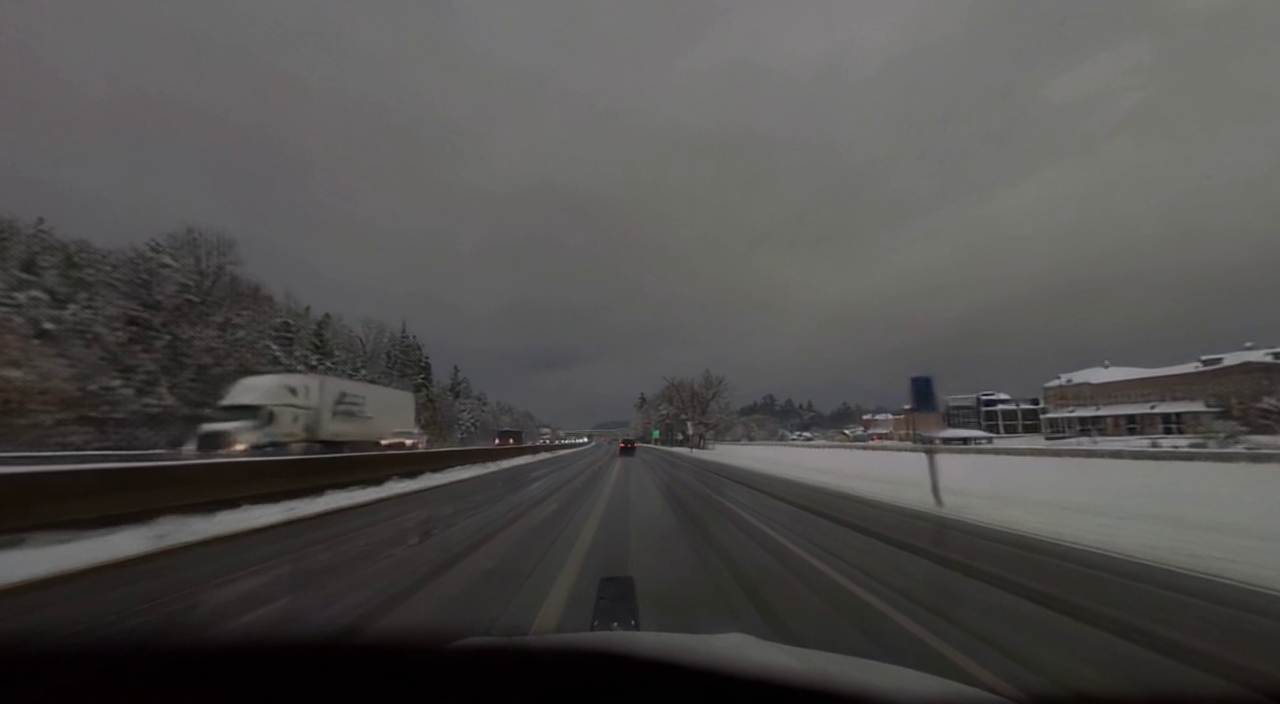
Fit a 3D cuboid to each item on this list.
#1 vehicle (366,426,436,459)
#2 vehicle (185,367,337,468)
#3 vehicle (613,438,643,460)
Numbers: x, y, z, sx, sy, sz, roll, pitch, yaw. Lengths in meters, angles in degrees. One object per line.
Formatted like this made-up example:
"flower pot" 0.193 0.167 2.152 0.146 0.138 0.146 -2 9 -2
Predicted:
"vehicle" -12.696 4.845 33.764 2.070 1.630 4.500 0 -8 -1
"vehicle" -16.507 3.006 28.051 2.933 3.972 6.123 0 -8 -2
"vehicle" -0.924 7.185 46.763 2.099 1.504 3.843 0 -8 -2
